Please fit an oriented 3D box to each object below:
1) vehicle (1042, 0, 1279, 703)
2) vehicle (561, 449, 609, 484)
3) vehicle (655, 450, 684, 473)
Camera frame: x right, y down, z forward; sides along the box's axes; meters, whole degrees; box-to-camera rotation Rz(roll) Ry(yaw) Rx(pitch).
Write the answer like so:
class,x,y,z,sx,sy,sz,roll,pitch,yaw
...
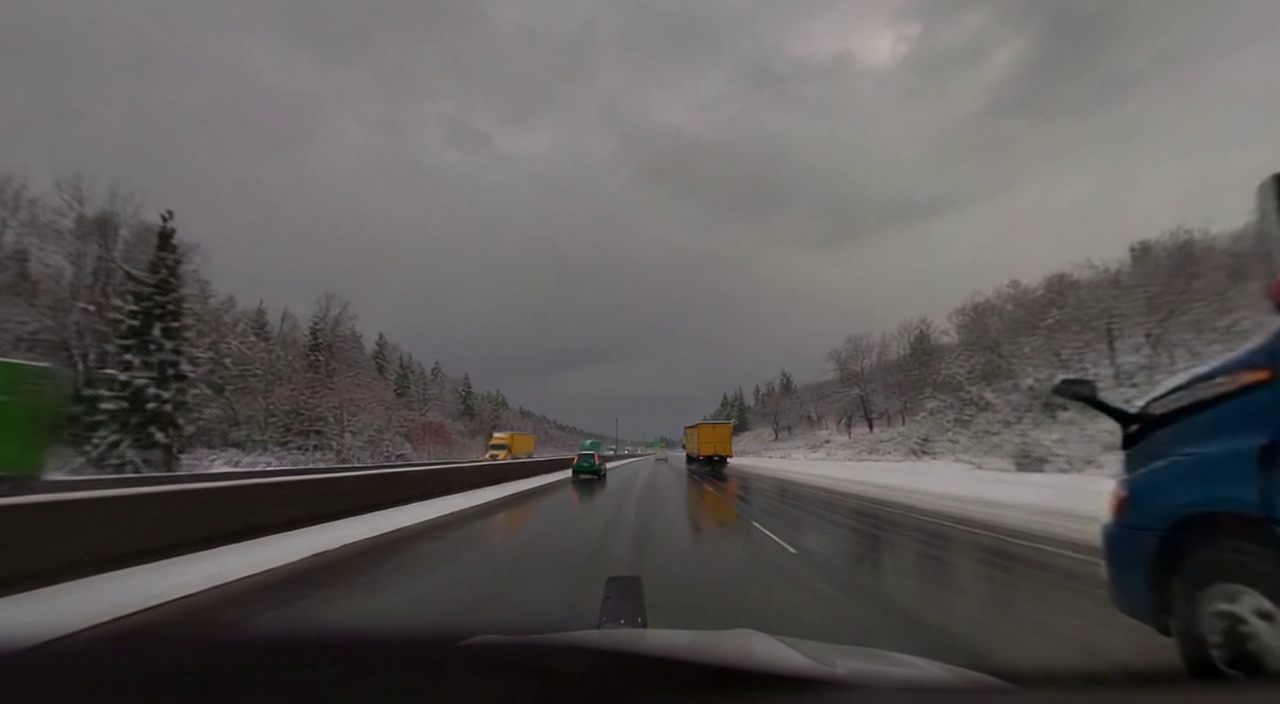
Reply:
class,x,y,z,sx,sy,sz,roll,pitch,yaw
vehicle,4.511,-0.274,1.525,3.020,3.962,5.781,0,-9,0
vehicle,-2.591,5.535,30.758,1.960,1.579,4.384,0,-9,0
vehicle,2.074,7.853,45.218,1.957,1.541,4.099,0,-9,1
